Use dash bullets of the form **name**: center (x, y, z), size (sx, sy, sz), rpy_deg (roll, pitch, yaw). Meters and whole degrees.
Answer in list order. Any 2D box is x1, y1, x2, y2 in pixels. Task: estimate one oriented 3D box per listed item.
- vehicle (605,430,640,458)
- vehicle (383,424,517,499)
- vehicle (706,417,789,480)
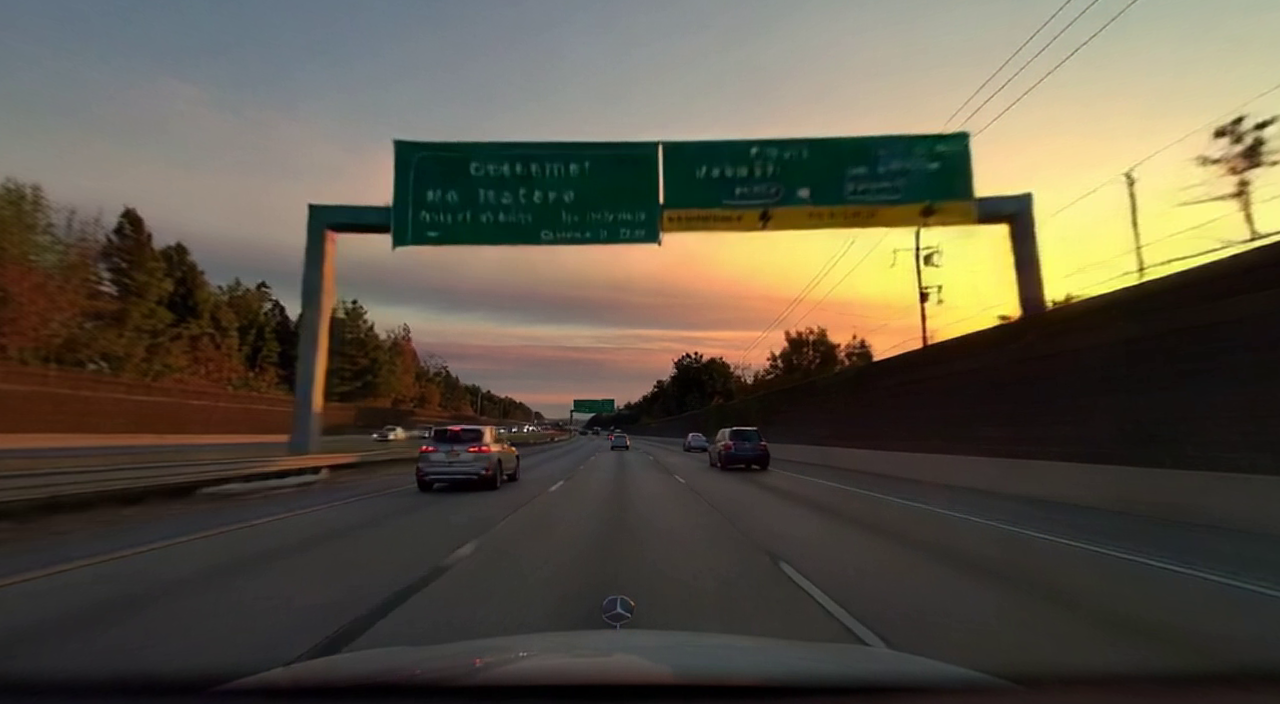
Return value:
- **vehicle**: center (-1.193, 5.902, 40.744), size (2.159, 1.690, 3.720), rpy_deg (0, -7, -3)
- **vehicle**: center (-4.454, 2.599, 15.501), size (2.100, 1.590, 4.077), rpy_deg (0, -7, -1)
- **vehicle**: center (3.477, 3.155, 20.938), size (1.976, 1.905, 3.263), rpy_deg (0, -7, -4)
